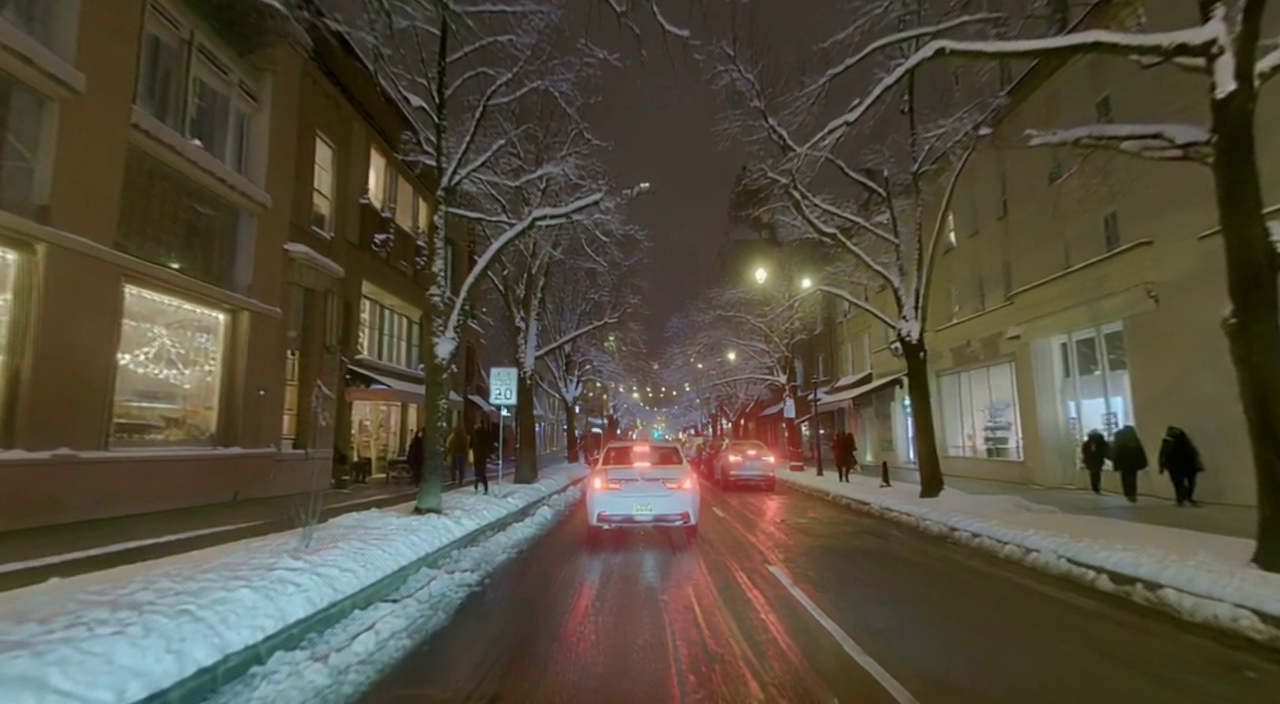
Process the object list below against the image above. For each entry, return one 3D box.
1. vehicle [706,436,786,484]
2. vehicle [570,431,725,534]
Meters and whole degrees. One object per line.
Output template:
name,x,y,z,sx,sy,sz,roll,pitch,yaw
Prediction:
vehicle,3.624,3.798,22.510,2.025,1.523,4.426,0,-9,-1
vehicle,0.085,2.225,11.362,2.261,1.474,4.130,0,-9,-1
